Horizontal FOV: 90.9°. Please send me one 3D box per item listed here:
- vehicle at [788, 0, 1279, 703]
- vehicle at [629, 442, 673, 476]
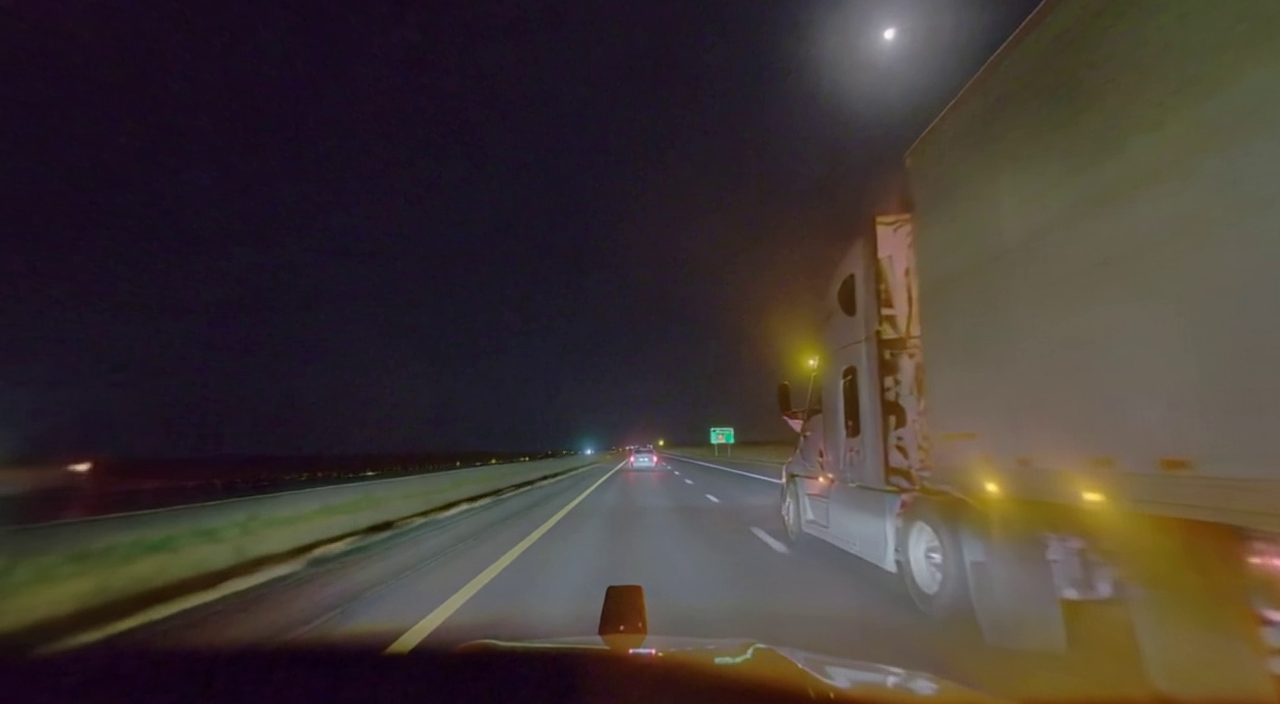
[{"bbox_3d":[3.775,0.257,5.251,3.032,3.821,8.547,0,-8,0],"label":"vehicle"},{"bbox_3d":[0.497,5.070,30.170,1.968,1.515,4.025,0,-8,0],"label":"vehicle"}]
